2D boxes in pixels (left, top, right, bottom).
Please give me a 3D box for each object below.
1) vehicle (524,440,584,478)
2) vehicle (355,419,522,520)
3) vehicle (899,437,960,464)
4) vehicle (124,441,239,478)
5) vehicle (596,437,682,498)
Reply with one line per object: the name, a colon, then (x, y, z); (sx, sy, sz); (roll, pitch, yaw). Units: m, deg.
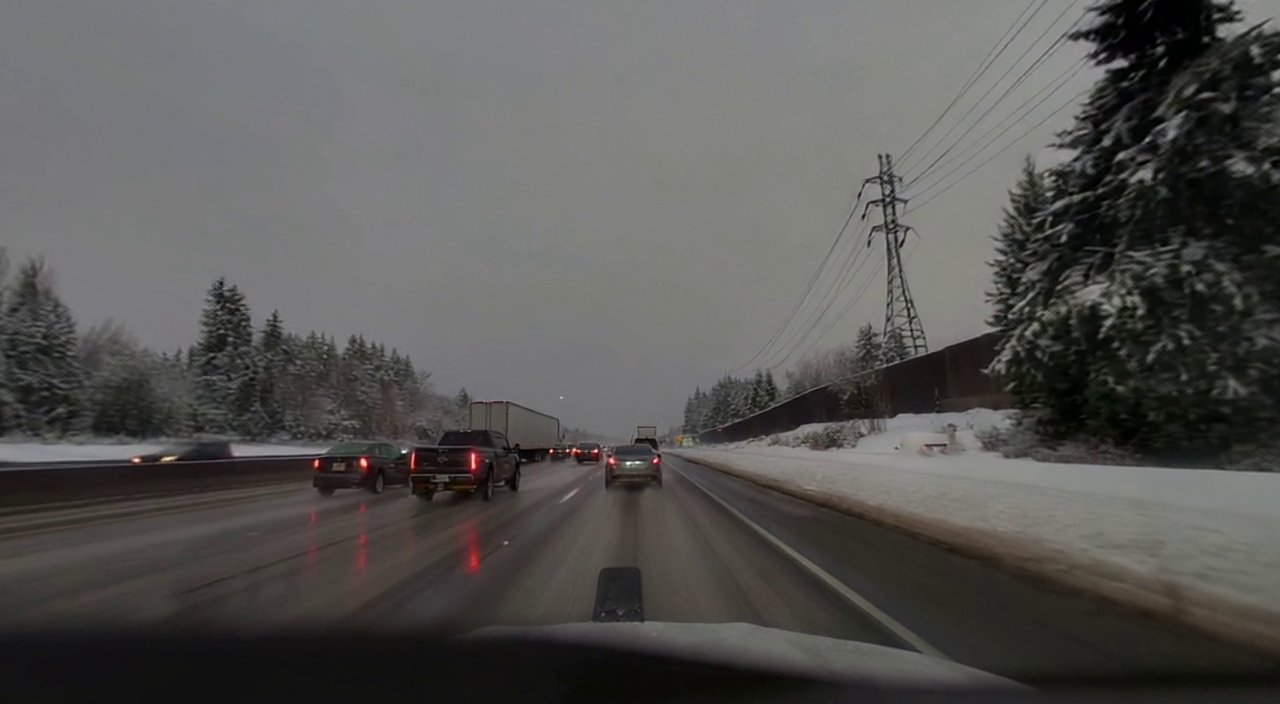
vehicle: (-3.588, 4.537, 27.113); (1.870, 1.485, 4.304); (0, -8, 1)
vehicle: (-3.853, 2.326, 12.987); (1.923, 1.716, 4.289); (0, -9, 1)
vehicle: (18.240, 6.222, 40.026); (1.936, 1.591, 4.362); (0, -8, 2)
vehicle: (-19.933, 4.682, 27.746); (1.817, 1.490, 4.336); (0, -8, 0)
vehicle: (-0.045, 3.135, 17.465); (2.089, 1.477, 3.818); (0, -8, -1)
